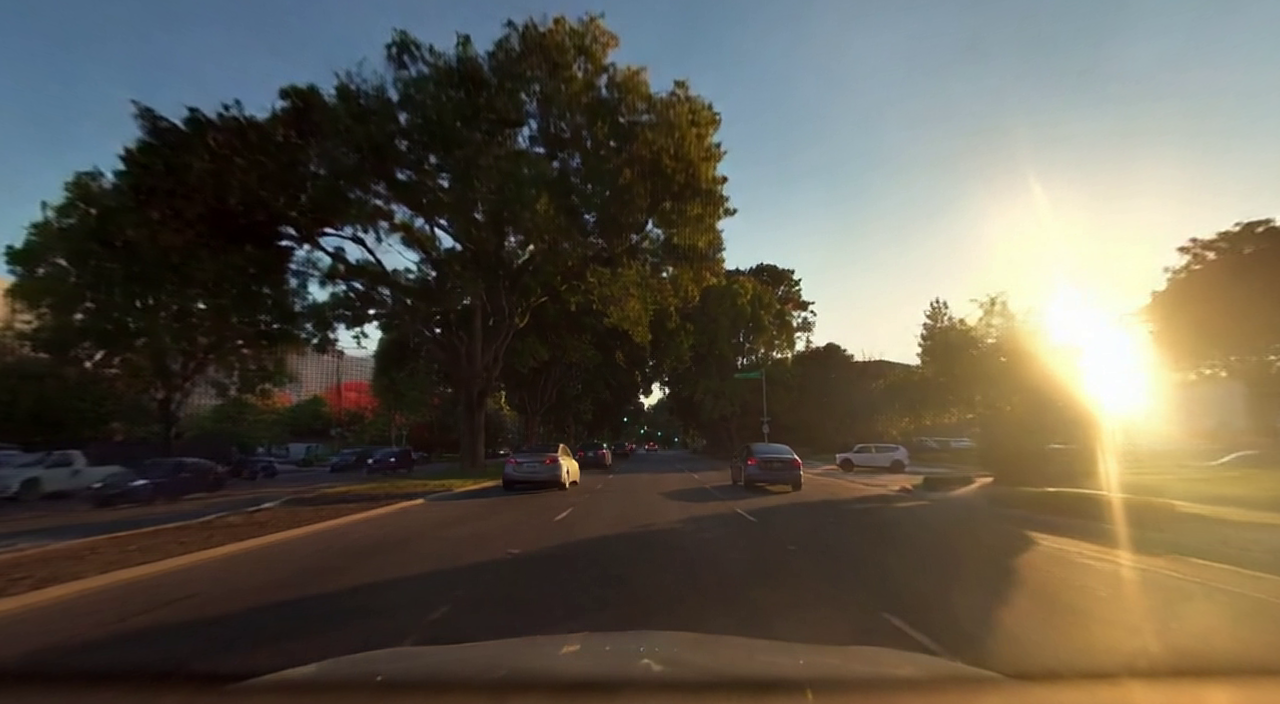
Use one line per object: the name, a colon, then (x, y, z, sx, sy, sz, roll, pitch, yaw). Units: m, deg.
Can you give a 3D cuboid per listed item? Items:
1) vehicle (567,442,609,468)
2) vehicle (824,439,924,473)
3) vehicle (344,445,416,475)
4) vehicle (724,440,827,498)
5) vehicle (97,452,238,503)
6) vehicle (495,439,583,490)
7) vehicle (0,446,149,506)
vehicle: (-3.066, 6.179, 38.000, 1.988, 1.497, 4.404, 0, -8, 3)
vehicle: (12.501, 5.579, 34.032, 4.717, 1.733, 1.994, -1, -9, 10)
vehicle: (-18.145, 7.521, 44.338, 2.345, 1.906, 6.020, 0, -8, 2)
vehicle: (3.847, 3.384, 18.738, 2.010, 1.486, 4.498, 0, -8, 0)
vehicle: (-15.991, 4.227, 21.614, 1.804, 1.502, 3.839, 0, -8, 1)
vehicle: (-3.143, 3.607, 20.615, 2.053, 1.480, 4.381, 0, -8, 2)
vehicle: (-22.481, 4.735, 24.608, 2.928, 2.070, 4.368, 0, -8, 3)
